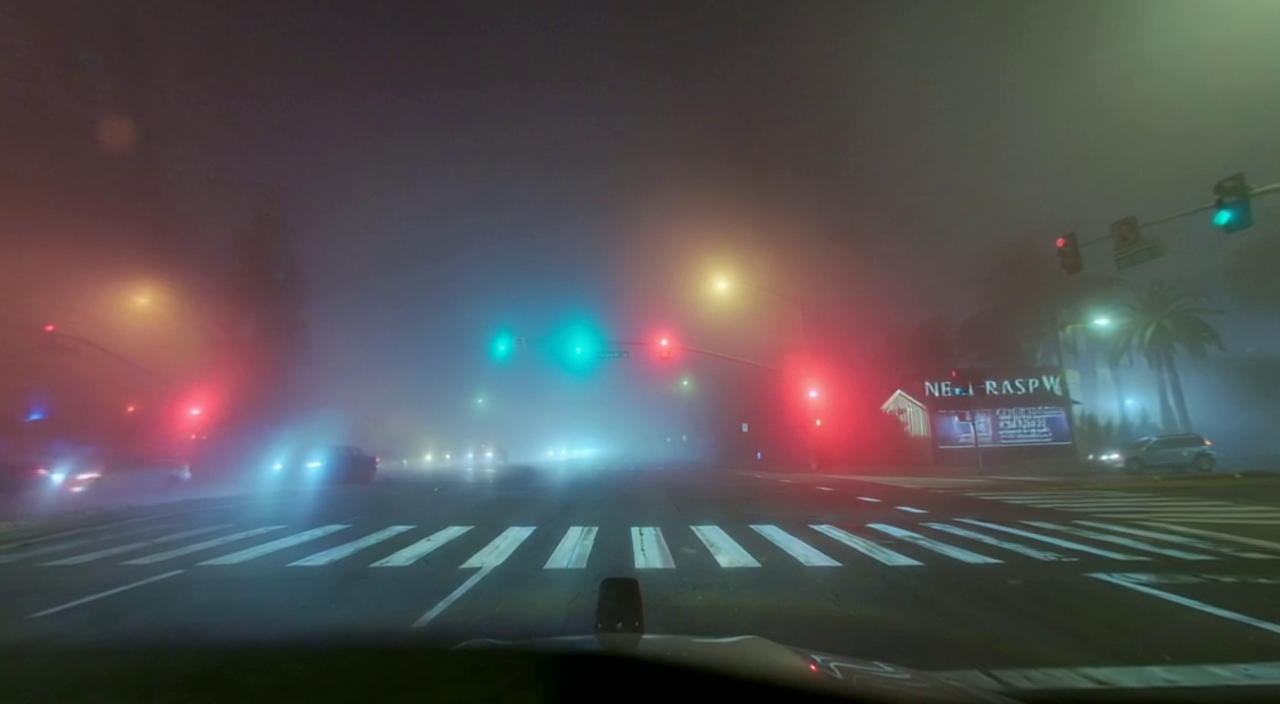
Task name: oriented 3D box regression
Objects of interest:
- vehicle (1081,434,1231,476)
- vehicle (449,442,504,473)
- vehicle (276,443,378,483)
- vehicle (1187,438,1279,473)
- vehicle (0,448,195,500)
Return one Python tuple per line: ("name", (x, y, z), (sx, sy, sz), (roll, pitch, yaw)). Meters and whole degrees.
("vehicle", (22.223, 4.449, 27.375), (4.533, 1.676, 2.236), (0, -9, -1))
("vehicle", (-9.710, 6.302, 37.938), (2.074, 1.681, 4.417), (0, -9, 1))
("vehicle", (-14.044, 4.988, 28.707), (2.074, 1.671, 4.755), (0, -9, 2))
("vehicle", (27.386, 4.604, 28.208), (4.625, 1.451, 1.801), (1, -9, -9))
("vehicle", (-17.630, 3.914, 20.779), (2.221, 1.449, 5.092), (0, -9, 1))
